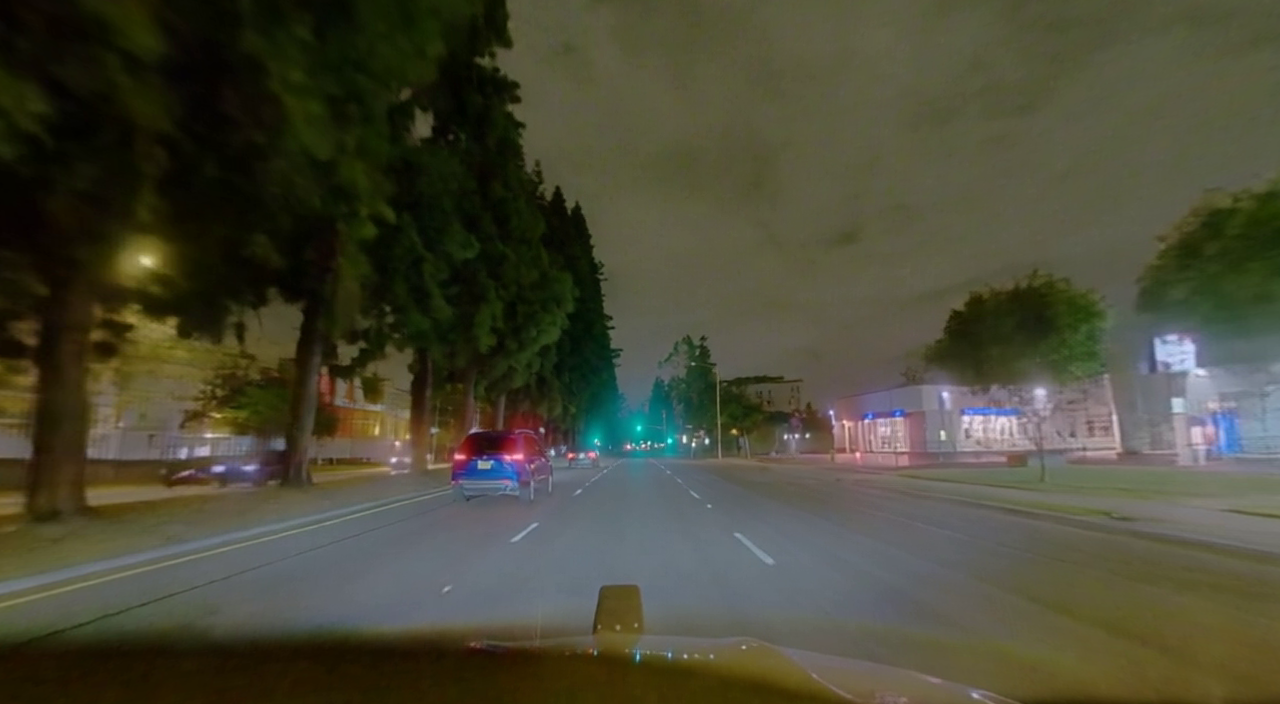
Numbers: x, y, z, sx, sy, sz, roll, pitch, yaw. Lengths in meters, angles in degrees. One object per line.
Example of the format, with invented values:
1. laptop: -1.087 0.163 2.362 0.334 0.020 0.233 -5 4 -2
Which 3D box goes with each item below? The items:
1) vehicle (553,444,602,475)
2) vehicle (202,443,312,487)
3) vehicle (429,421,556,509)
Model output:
1. vehicle: -3.149 5.530 32.783 2.069 1.470 4.601 0 -9 0
2. vehicle: -16.362 4.819 27.317 1.963 1.712 4.436 0 -9 0
3. vehicle: -3.354 2.683 15.372 2.042 1.817 4.364 0 -9 -1
